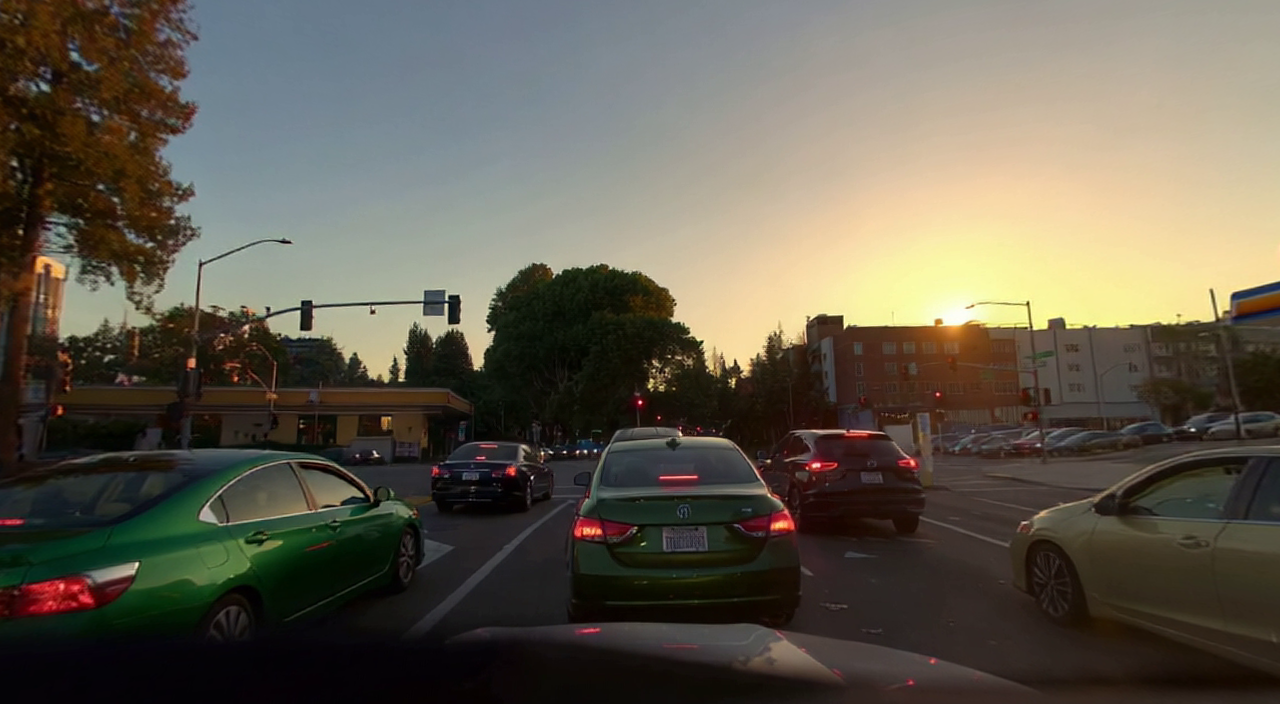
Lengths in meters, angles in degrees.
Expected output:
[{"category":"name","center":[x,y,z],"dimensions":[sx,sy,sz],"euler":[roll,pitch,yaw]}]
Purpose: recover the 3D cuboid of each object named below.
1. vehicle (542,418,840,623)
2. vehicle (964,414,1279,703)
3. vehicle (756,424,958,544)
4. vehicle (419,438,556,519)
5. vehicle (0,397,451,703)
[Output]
[{"category":"vehicle","center":[0.321,1.582,6.924],"dimensions":[2.220,1.507,4.317],"euler":[0,-9,-2]},{"category":"vehicle","center":[4.170,1.134,3.615],"dimensions":[1.950,1.497,4.686],"euler":[0,-9,-3]},{"category":"vehicle","center":[3.373,2.124,10.776],"dimensions":[1.947,1.630,4.127],"euler":[0,-9,0]},{"category":"vehicle","center":[-3.083,2.639,13.681],"dimensions":[1.867,1.474,4.237],"euler":[0,-9,1]},{"category":"vehicle","center":[-3.013,1.248,4.599],"dimensions":[1.887,1.493,4.255],"euler":[0,-9,1]}]
